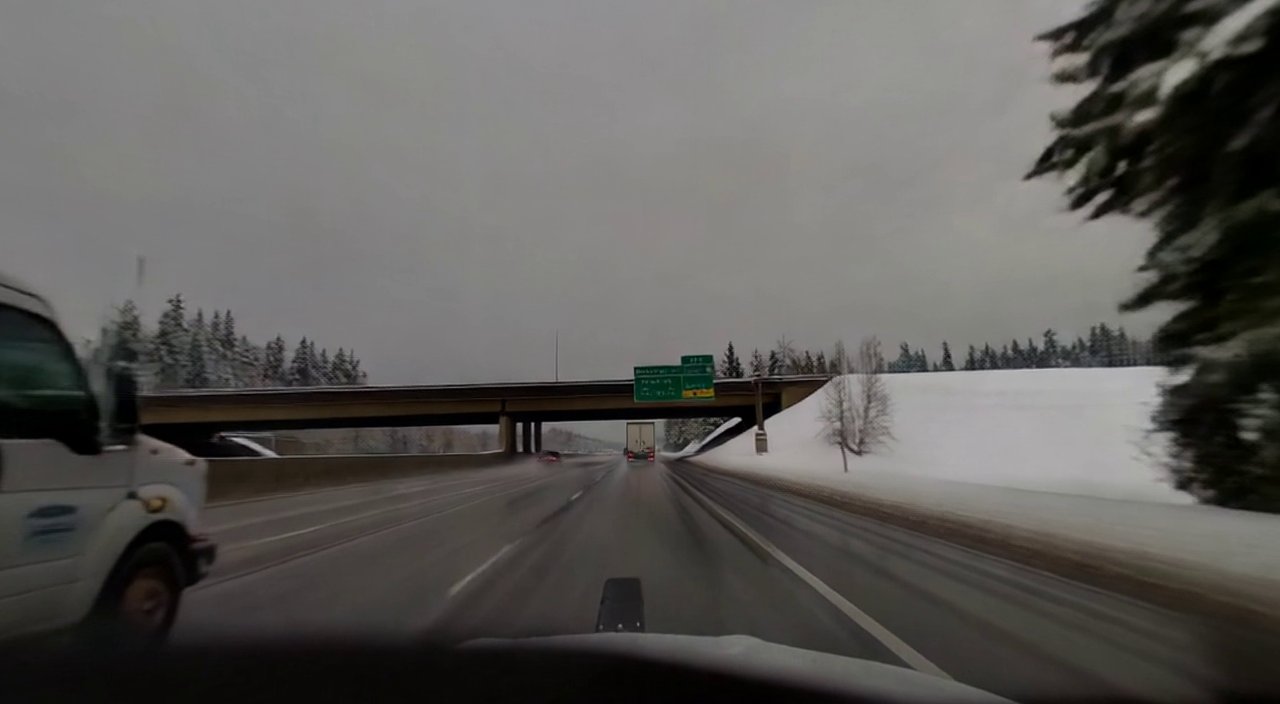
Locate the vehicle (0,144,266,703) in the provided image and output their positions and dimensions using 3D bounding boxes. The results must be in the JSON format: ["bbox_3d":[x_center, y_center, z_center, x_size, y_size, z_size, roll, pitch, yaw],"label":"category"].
[{"bbox_3d":[-3.969,0.294,1.458,2.504,2.694,5.934,0,-9,0],"label":"vehicle"}]

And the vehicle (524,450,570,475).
[{"bbox_3d":[-5.746,6.825,39.348,1.953,1.452,4.711,-1,-9,3],"label":"vehicle"}]
